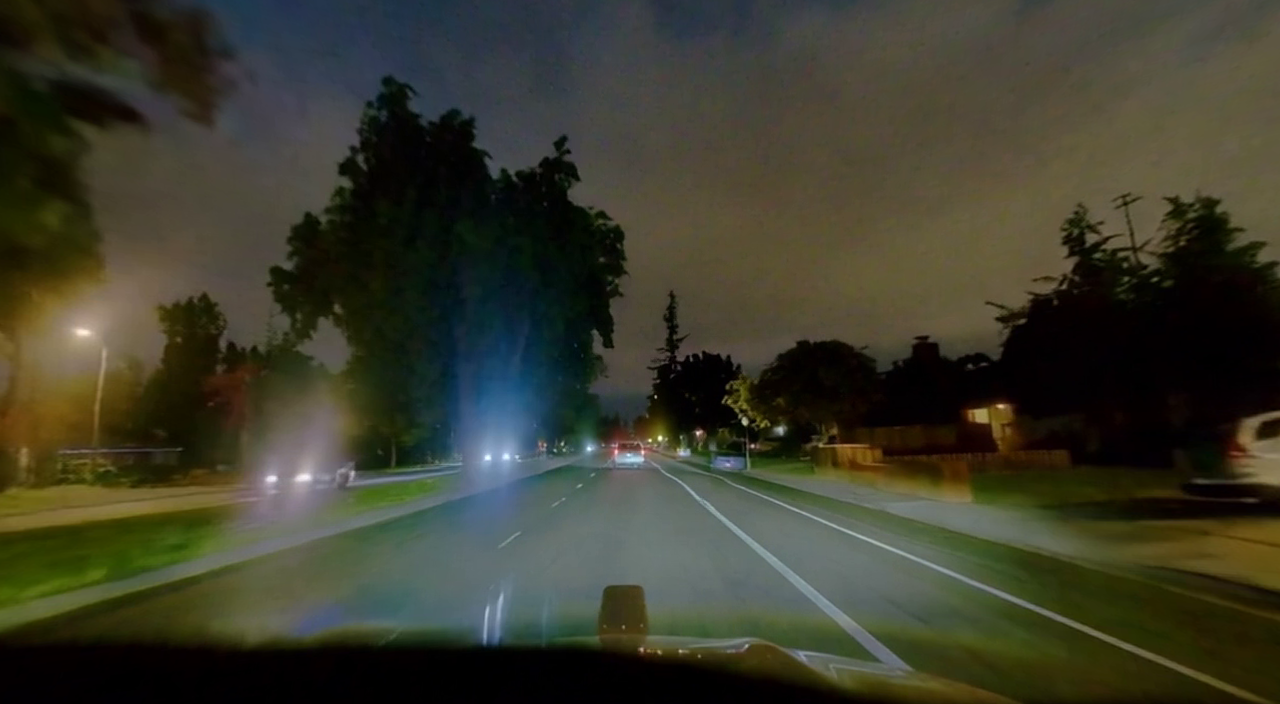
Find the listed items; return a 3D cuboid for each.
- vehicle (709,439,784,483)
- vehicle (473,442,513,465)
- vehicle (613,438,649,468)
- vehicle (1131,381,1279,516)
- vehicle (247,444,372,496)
[{"bbox_3d":[4.003,4.164,24.490,2.045,1.517,4.394,0,-8,-1],"label":"vehicle"},{"bbox_3d":[-11.372,7.879,48.973,2.007,1.689,4.541,0,-8,0],"label":"vehicle"},{"bbox_3d":[-0.575,5.928,37.281,2.024,1.655,4.301,0,-8,-2],"label":"vehicle"},{"bbox_3d":[11.553,1.464,9.761,5.876,1.828,2.268,0,-8,1],"label":"vehicle"},{"bbox_3d":[-11.664,4.153,22.649,2.065,1.644,4.412,-1,-8,0],"label":"vehicle"}]
